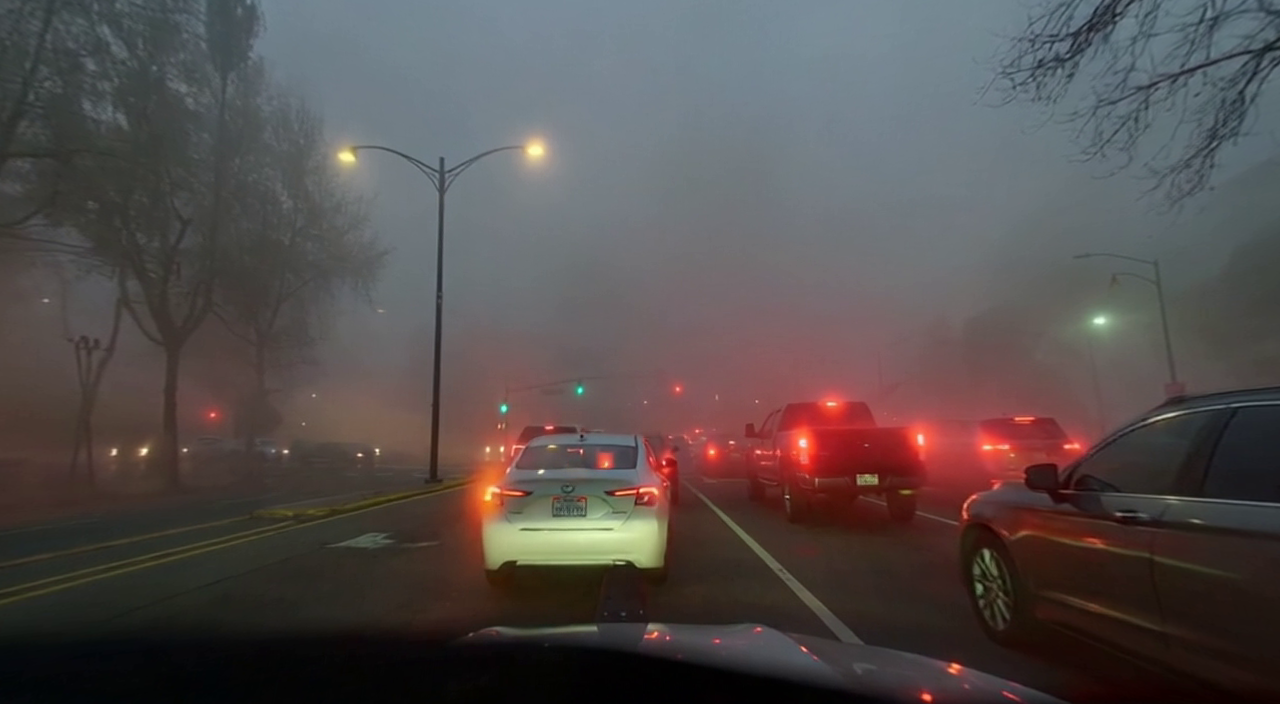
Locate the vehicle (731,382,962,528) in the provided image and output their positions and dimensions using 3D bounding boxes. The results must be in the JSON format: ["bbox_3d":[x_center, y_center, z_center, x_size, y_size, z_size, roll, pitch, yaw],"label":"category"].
[{"bbox_3d":[3.524,1.967,12.413,2.497,2.186,5.890,0,-8,0],"label":"vehicle"}]

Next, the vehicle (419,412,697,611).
[{"bbox_3d":[-0.608,1.557,7.097,2.172,1.536,4.250,0,-8,1],"label":"vehicle"}]

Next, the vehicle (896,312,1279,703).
[{"bbox_3d":[3.168,0.843,2.837,2.024,1.723,4.714,0,-8,0],"label":"vehicle"}]
